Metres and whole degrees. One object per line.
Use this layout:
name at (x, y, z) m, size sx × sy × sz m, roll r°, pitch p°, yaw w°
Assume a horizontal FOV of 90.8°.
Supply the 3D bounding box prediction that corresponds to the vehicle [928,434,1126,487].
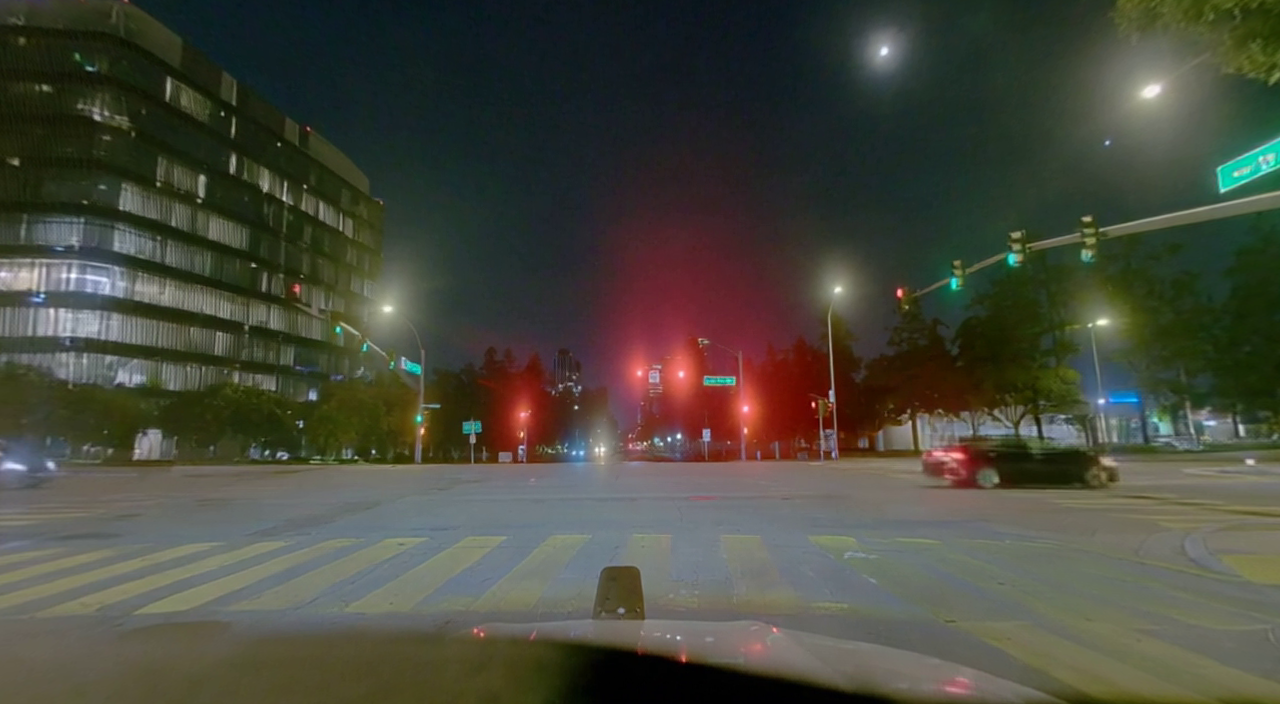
vehicle at (11.554, 3.264, 19.104) m, size 4.698 × 1.466 × 1.883 m, roll 0°, pitch -9°, yaw 0°
